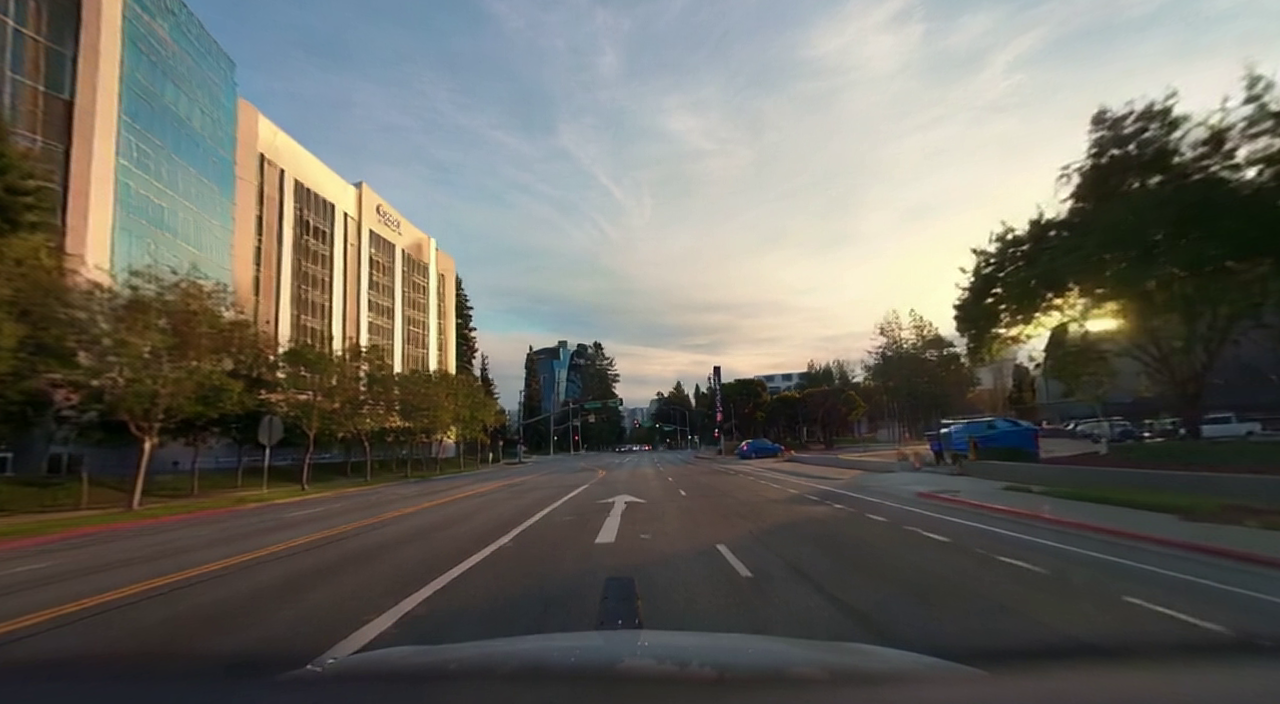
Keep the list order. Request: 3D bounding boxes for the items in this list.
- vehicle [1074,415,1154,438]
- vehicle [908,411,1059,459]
[{"bbox_3d":[36.270,5.766,48.298,1.947,1.592,4.418,4,-9,-24],"label":"vehicle"},{"bbox_3d":[15.867,3.879,29.376,5.546,2.117,2.443,0,-9,0],"label":"vehicle"}]
